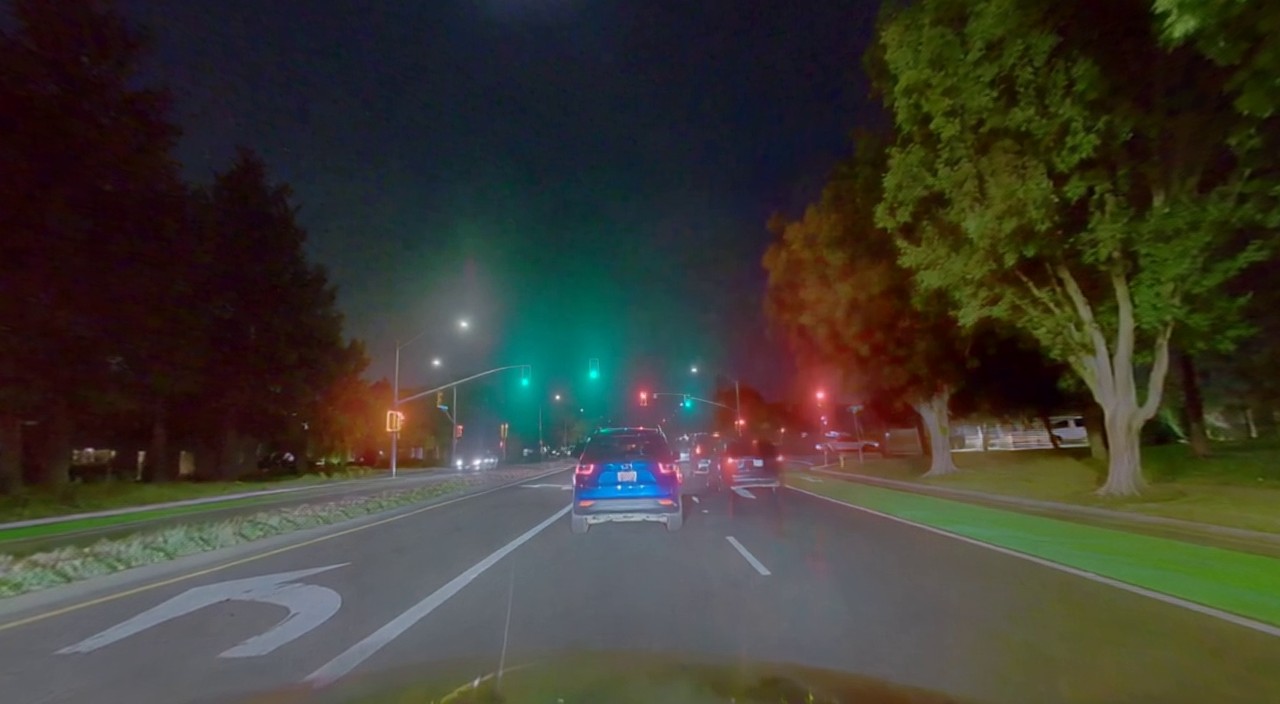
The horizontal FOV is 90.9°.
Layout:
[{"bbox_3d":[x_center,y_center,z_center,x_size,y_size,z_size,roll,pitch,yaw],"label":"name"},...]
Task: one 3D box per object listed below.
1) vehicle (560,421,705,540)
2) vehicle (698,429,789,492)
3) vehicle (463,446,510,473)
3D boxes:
[{"bbox_3d":[-0.091,2.182,11.272,2.109,1.730,3.963,0,-8,0],"label":"vehicle"},{"bbox_3d":[3.201,3.475,20.569,2.189,1.815,4.495,0,-8,0],"label":"vehicle"},{"bbox_3d":[-10.019,7.004,41.474,1.886,1.666,4.575,0,-8,1],"label":"vehicle"}]
